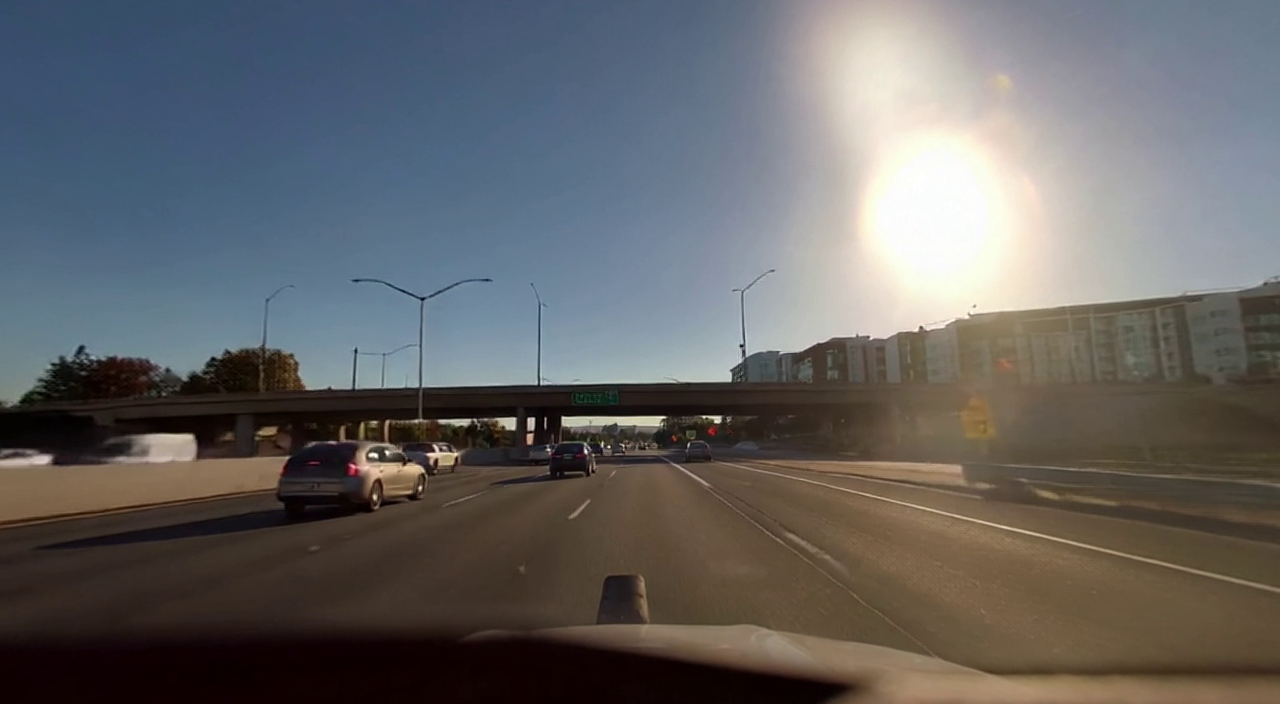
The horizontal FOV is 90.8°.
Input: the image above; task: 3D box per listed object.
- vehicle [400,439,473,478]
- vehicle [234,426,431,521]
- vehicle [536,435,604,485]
[{"bbox_3d":[-9.897,5.193,31.119,1.969,1.759,4.758,0,-8,0],"label":"vehicle"},{"bbox_3d":[-6.630,2.654,14.411,2.015,1.762,4.790,0,-8,1],"label":"vehicle"},{"bbox_3d":[-2.530,4.009,23.821,2.027,1.697,4.307,0,-8,1],"label":"vehicle"}]
